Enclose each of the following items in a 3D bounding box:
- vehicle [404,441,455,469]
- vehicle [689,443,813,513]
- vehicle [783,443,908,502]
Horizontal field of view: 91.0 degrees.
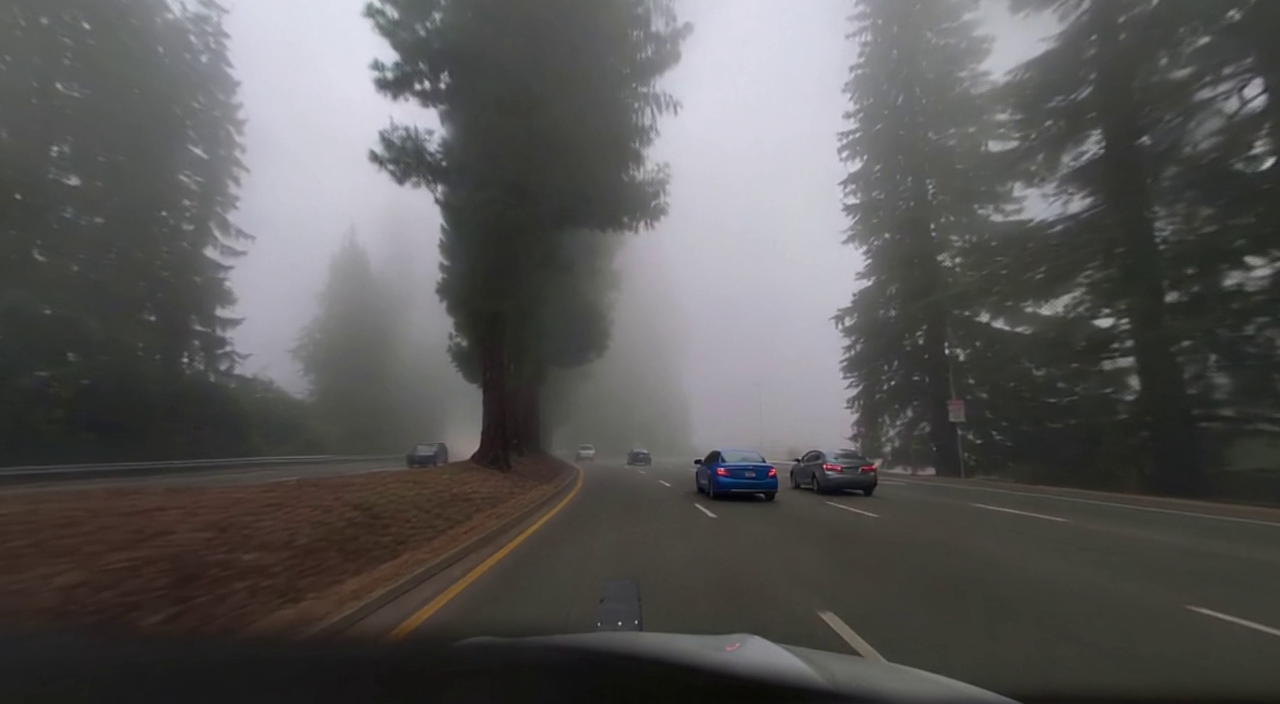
[{"bbox_3d":[-12.900,6.326,38.819,1.968,1.643,4.351,1,-9,-5],"label":"vehicle"},{"bbox_3d":[2.549,3.025,15.625,2.077,1.464,4.134,1,-9,-4],"label":"vehicle"},{"bbox_3d":[5.743,3.417,18.254,1.901,1.474,4.363,1,-9,-4],"label":"vehicle"}]
